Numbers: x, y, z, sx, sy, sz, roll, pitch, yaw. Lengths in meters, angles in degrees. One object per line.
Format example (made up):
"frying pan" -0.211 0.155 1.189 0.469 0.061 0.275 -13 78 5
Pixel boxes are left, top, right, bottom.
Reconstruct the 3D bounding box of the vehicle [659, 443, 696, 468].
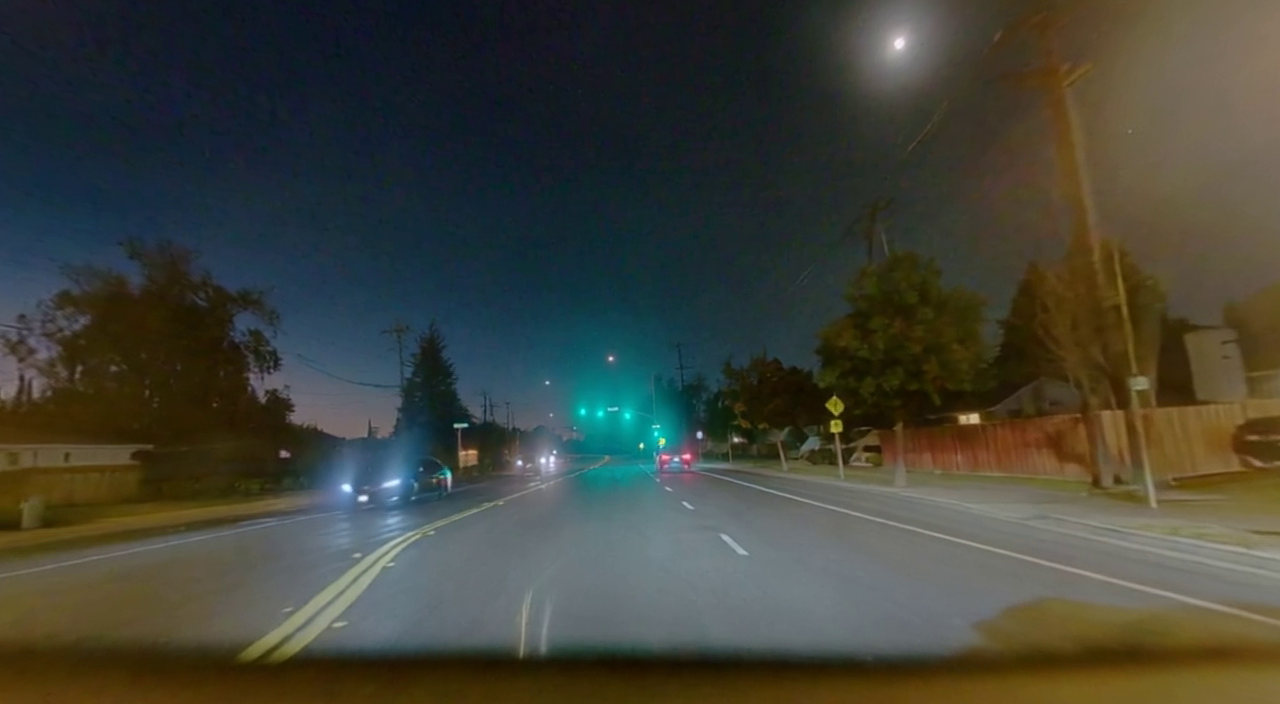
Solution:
"vehicle" 2.801 7.969 48.713 2.144 1.843 4.827 0 -9 -5

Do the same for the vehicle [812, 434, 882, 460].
"vehicle" 16.095 7.412 49.195 4.583 1.932 2.256 0 -8 -4

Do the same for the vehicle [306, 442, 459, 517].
"vehicle" -6.663 3.325 16.989 2.127 1.725 4.366 -1 -9 2
